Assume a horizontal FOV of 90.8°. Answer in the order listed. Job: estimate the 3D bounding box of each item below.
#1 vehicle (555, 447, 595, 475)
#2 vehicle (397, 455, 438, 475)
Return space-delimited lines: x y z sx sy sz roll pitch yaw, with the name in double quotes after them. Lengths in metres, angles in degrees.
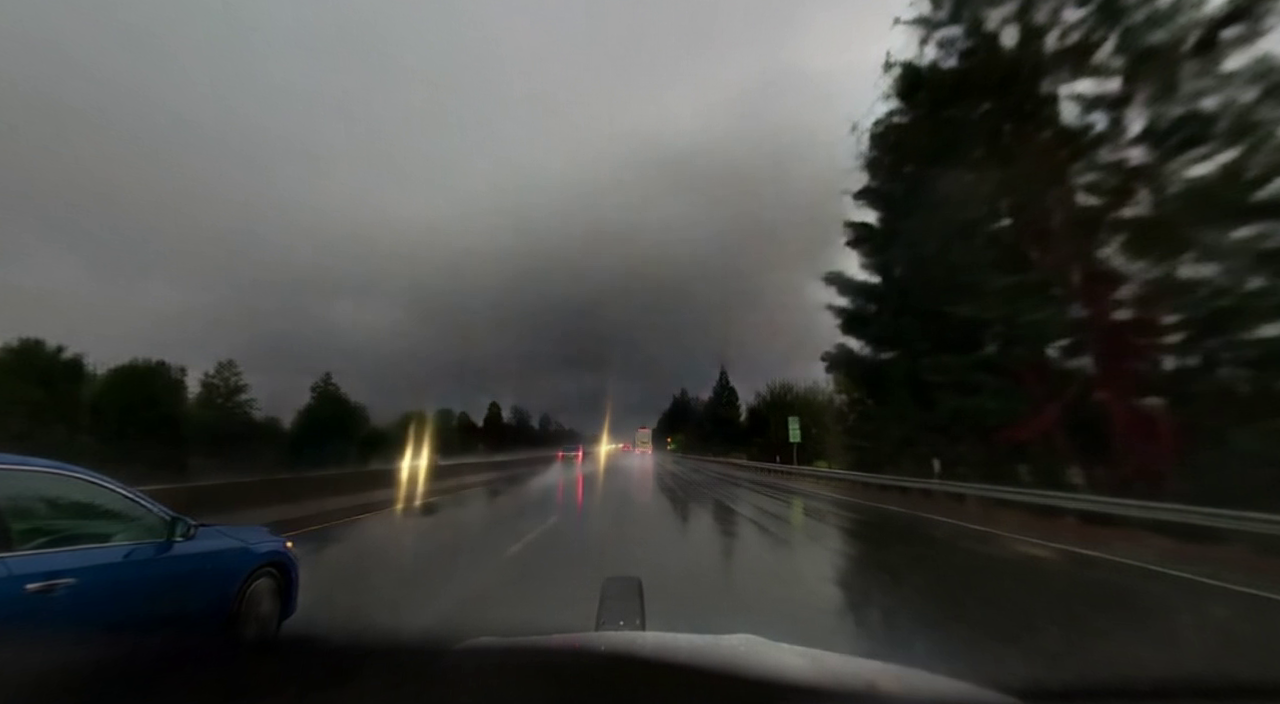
-3.785 6.383 37.205 2.018 1.548 3.849 0 -9 -1 "vehicle"
-16.853 8.576 47.955 1.741 1.423 3.652 -1 -9 1 "vehicle"
